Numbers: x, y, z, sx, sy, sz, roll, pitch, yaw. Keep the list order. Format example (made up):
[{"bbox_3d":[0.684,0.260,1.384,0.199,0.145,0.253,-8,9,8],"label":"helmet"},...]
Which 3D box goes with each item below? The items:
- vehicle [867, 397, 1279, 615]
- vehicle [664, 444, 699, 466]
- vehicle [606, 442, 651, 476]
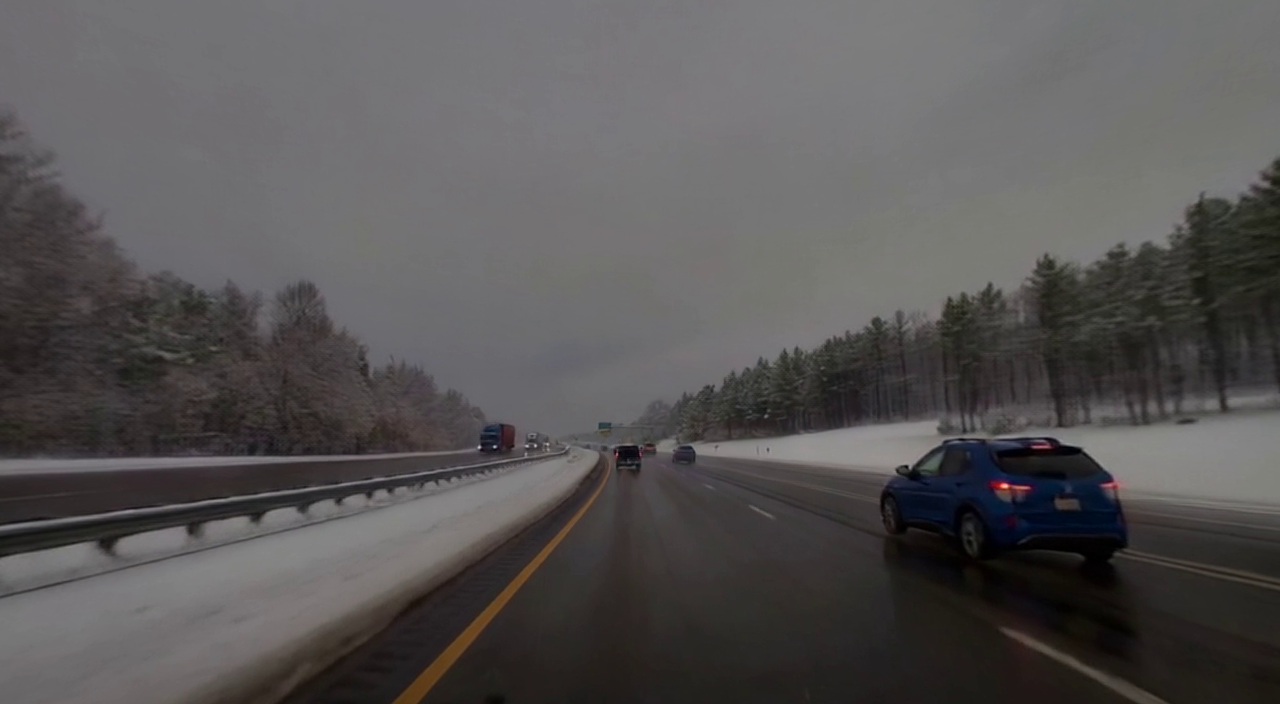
[{"bbox_3d":[4.190,1.458,6.746,2.013,1.623,3.916,0,-9,0],"label":"vehicle"},{"bbox_3d":[2.970,7.526,46.059,2.008,1.504,4.291,1,-9,-4],"label":"vehicle"},{"bbox_3d":[-0.579,5.183,30.622,2.050,1.534,3.771,0,-9,-2],"label":"vehicle"}]
